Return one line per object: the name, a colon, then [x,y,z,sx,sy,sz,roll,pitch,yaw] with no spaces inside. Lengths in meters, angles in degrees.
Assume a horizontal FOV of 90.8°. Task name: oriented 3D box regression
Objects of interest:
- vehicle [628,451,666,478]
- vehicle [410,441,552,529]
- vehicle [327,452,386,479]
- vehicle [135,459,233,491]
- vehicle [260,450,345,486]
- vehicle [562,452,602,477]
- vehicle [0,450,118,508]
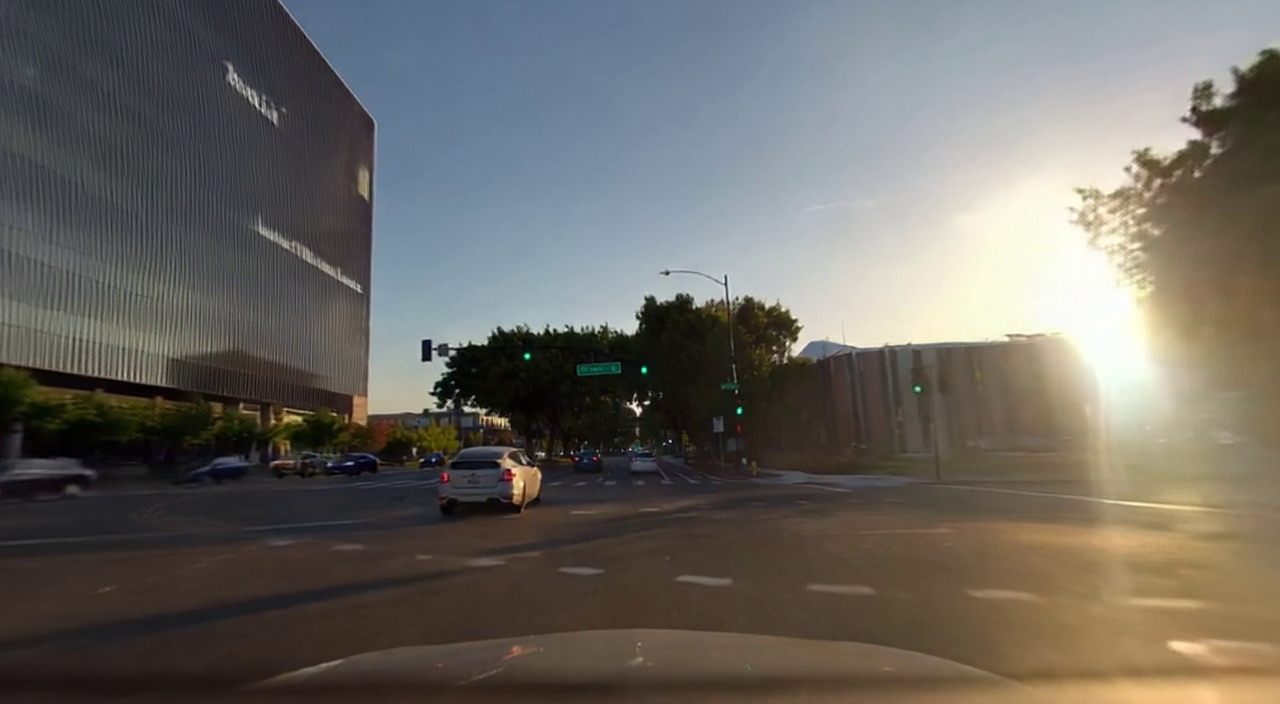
vehicle: [0.382,6.575,37.140,2.102,1.482,4.125,0,-9,0]
vehicle: [-3.143,2.712,13.352,1.983,1.545,3.773,0,-9,0]
vehicle: [-20.322,8.135,45.527,2.011,1.768,4.661,0,-9,0]
vehicle: [-23.534,6.336,32.831,1.845,1.503,4.350,0,-9,-1]
vehicle: [-17.245,5.937,32.582,1.926,1.711,4.516,0,-9,-1]
vehicle: [-3.610,7.118,40.251,2.088,1.430,4.482,0,-9,0]
vehicle: [-20.100,4.110,20.869,1.931,1.722,4.419,1,-9,-1]
